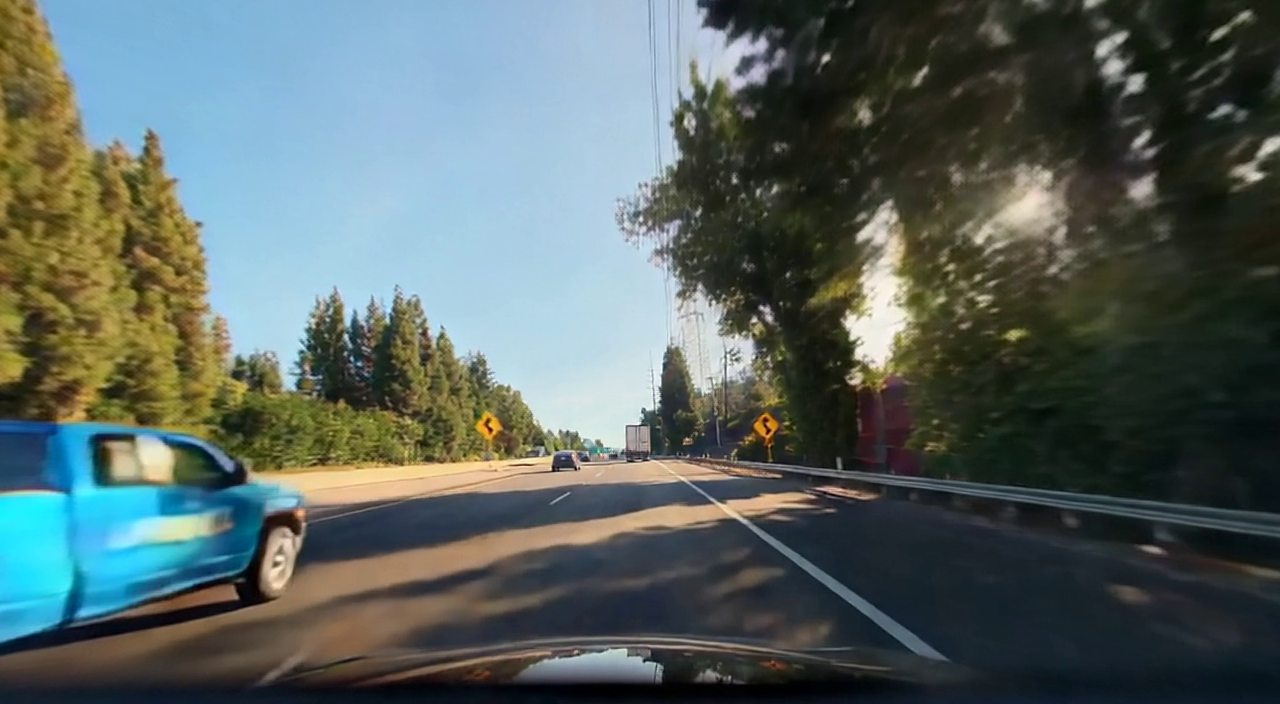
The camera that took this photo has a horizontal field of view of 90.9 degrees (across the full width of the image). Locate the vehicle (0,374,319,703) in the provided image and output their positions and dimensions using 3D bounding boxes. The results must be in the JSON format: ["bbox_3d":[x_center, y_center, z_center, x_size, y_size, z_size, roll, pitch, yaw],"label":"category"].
[{"bbox_3d":[-3.931,0.988,3.085,2.049,1.697,4.998,0,-9,0],"label":"vehicle"}]

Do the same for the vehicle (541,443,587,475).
[{"bbox_3d":[-4.339,6.149,36.432,2.111,1.735,4.066,0,-9,0],"label":"vehicle"}]
